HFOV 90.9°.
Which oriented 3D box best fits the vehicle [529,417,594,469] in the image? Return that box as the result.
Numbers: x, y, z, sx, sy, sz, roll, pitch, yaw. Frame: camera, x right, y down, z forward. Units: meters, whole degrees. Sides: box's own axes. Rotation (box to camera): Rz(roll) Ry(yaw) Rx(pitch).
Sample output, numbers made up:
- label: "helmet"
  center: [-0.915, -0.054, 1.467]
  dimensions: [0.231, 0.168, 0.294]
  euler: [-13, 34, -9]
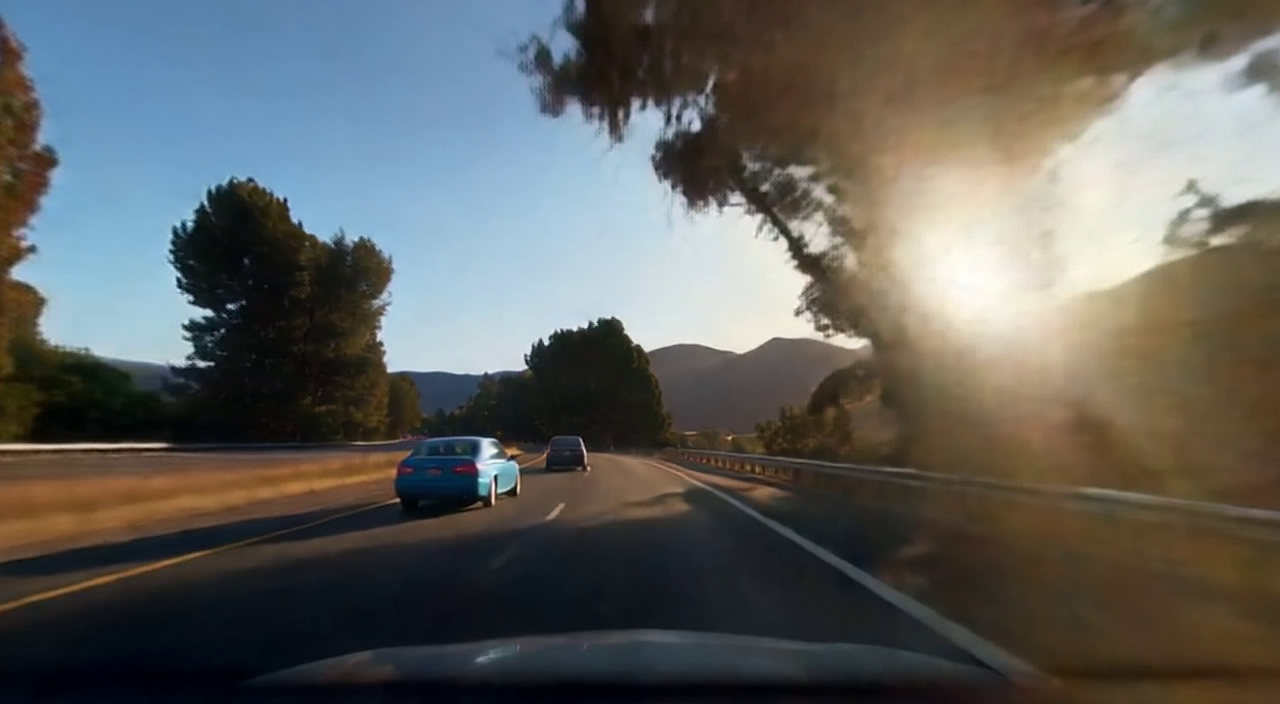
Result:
- label: "vehicle"
  center: [-3.542, 4.297, 29.720]
  dimensions: [2.444, 2.204, 5.568]
  euler: [0, -8, -1]

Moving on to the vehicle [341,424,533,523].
- label: "vehicle"
  center: [-3.540, 2.214, 12.105]
  dimensions: [2.097, 1.511, 4.585]
  euler: [0, -8, 1]
